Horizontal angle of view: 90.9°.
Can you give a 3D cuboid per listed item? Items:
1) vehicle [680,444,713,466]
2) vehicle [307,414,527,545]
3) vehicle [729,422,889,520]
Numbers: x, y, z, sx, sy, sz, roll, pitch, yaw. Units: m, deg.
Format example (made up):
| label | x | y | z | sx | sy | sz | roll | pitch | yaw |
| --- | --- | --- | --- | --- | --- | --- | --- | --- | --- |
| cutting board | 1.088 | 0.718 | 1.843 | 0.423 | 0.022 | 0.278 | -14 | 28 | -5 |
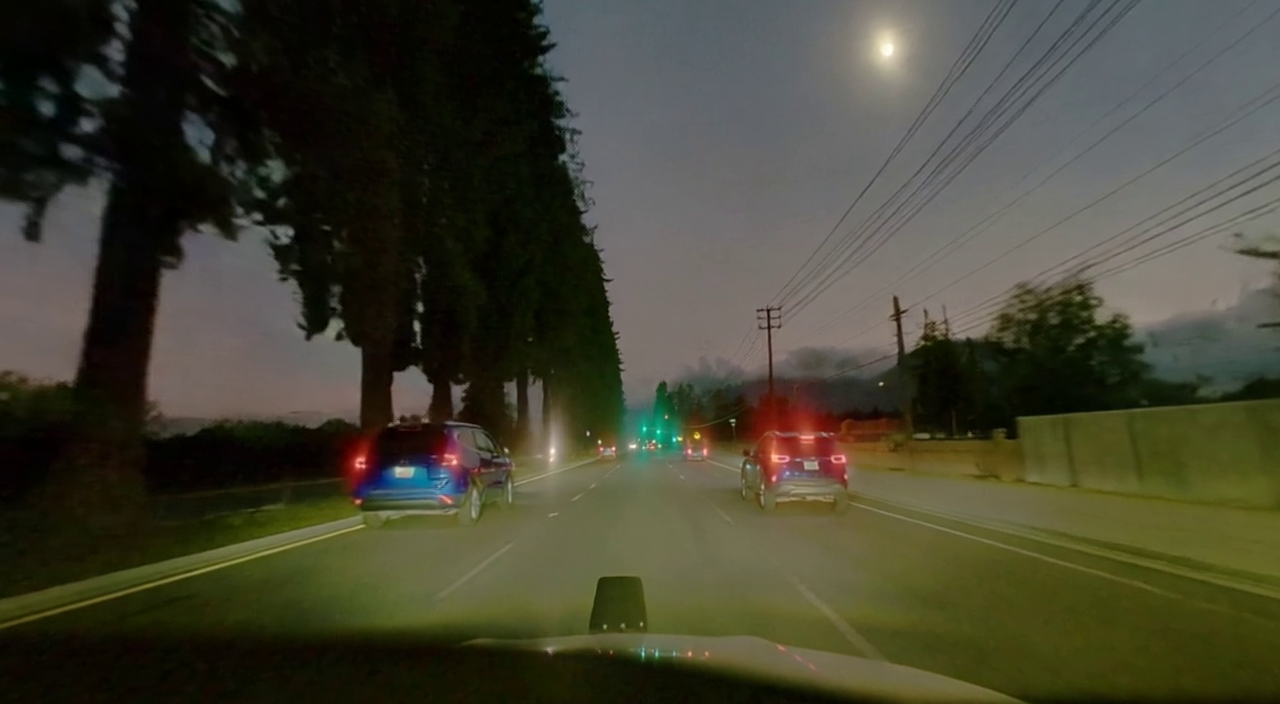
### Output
| label | x | y | z | sx | sy | sz | roll | pitch | yaw |
| --- | --- | --- | --- | --- | --- | --- | --- | --- | --- |
| vehicle | 3.890 | 7.193 | 44.159 | 1.906 | 1.468 | 4.422 | 0 | -8 | 0 |
| vehicle | -3.481 | 2.082 | 10.979 | 2.104 | 1.785 | 4.494 | 0 | -8 | 1 |
| vehicle | 3.360 | 2.479 | 13.625 | 2.182 | 1.744 | 4.464 | 0 | -8 | 0 |
